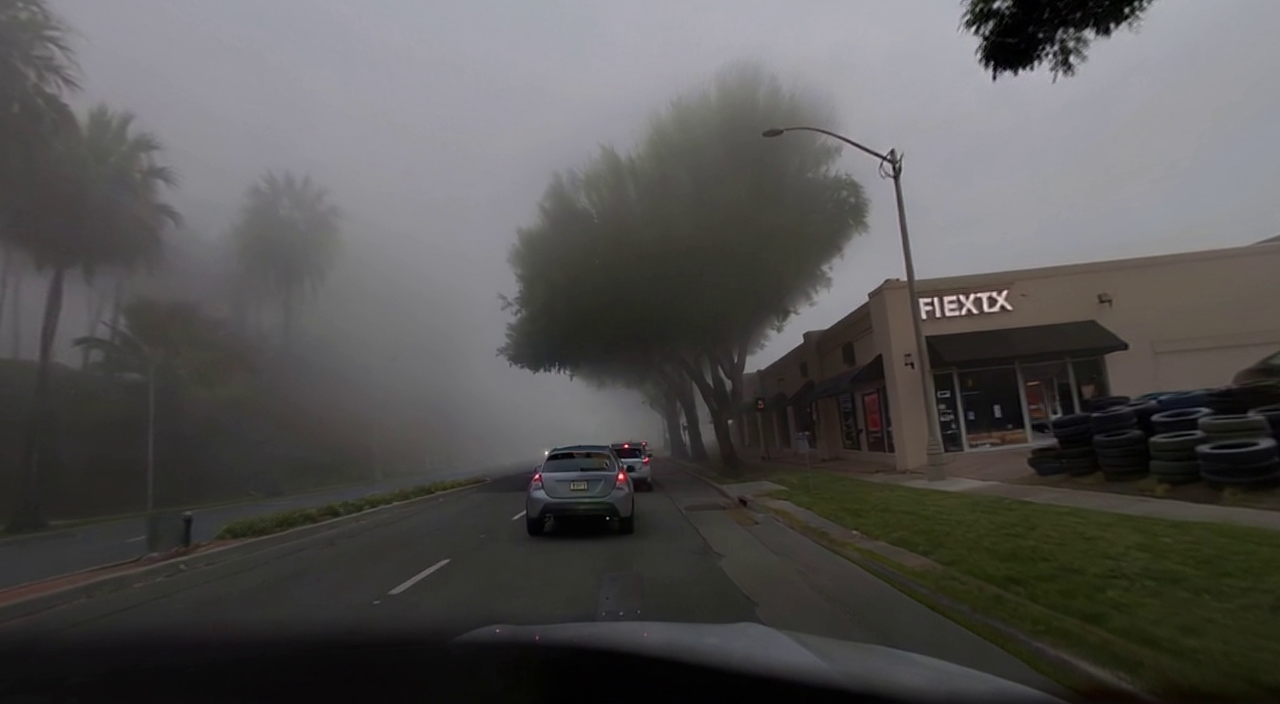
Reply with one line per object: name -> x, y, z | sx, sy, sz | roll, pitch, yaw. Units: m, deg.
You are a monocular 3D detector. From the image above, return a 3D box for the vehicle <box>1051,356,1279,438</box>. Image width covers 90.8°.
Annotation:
vehicle -> 13.383, 1.340, 16.623 | 1.854, 1.693, 4.798 | -1, -10, 0

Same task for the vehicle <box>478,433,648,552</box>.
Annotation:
vehicle -> -1.020, 2.103, 10.165 | 2.169, 1.495, 4.048 | 0, -8, -1
